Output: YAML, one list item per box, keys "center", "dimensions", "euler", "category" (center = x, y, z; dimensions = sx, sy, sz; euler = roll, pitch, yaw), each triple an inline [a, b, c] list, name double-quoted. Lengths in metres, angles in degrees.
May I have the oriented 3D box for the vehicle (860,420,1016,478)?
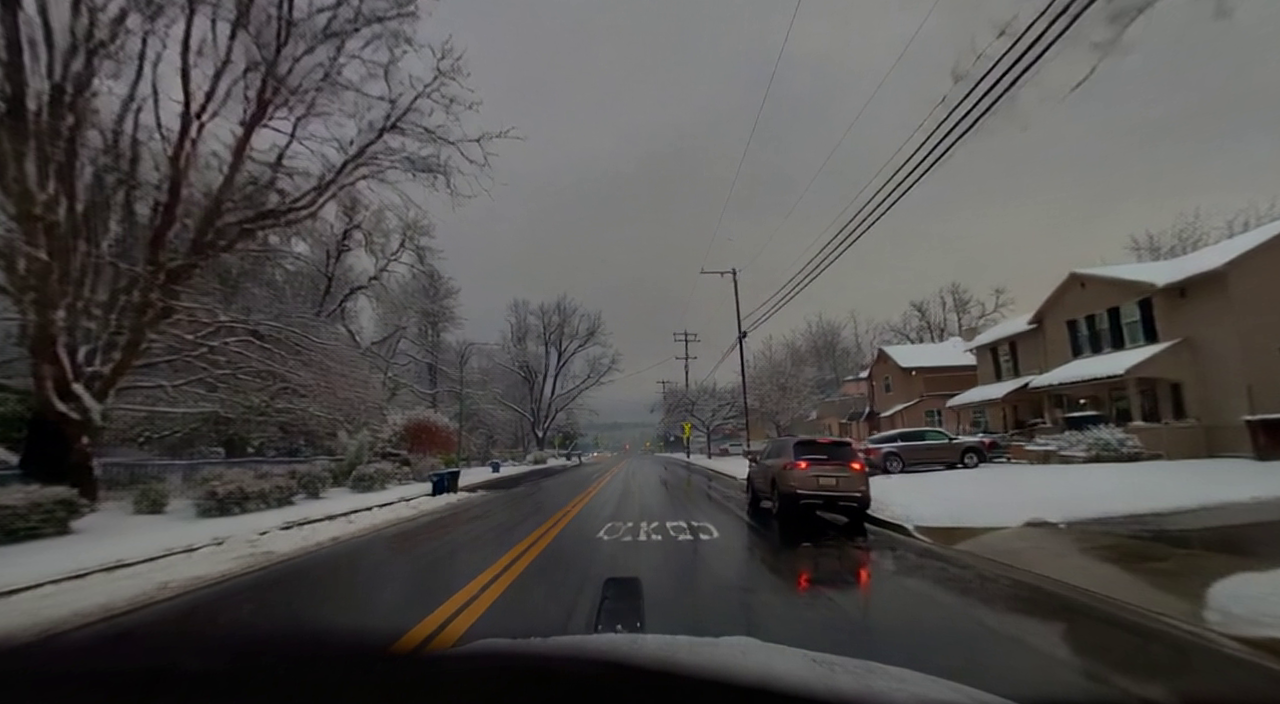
- center: [10.520, 3.452, 22.553]
  dimensions: [4.512, 1.793, 1.908]
  euler: [-2, -8, -2]
  category: "vehicle"

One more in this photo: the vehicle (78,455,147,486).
- center: [-29.058, 6.459, 34.738]
  dimensions: [4.558, 1.495, 1.925]
  euler: [-7, -11, 38]
  category: "vehicle"

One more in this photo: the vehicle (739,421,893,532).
- center: [3.426, 2.497, 13.171]
  dimensions: [1.949, 1.807, 4.224]
  euler: [3, -9, -1]
  category: "vehicle"
